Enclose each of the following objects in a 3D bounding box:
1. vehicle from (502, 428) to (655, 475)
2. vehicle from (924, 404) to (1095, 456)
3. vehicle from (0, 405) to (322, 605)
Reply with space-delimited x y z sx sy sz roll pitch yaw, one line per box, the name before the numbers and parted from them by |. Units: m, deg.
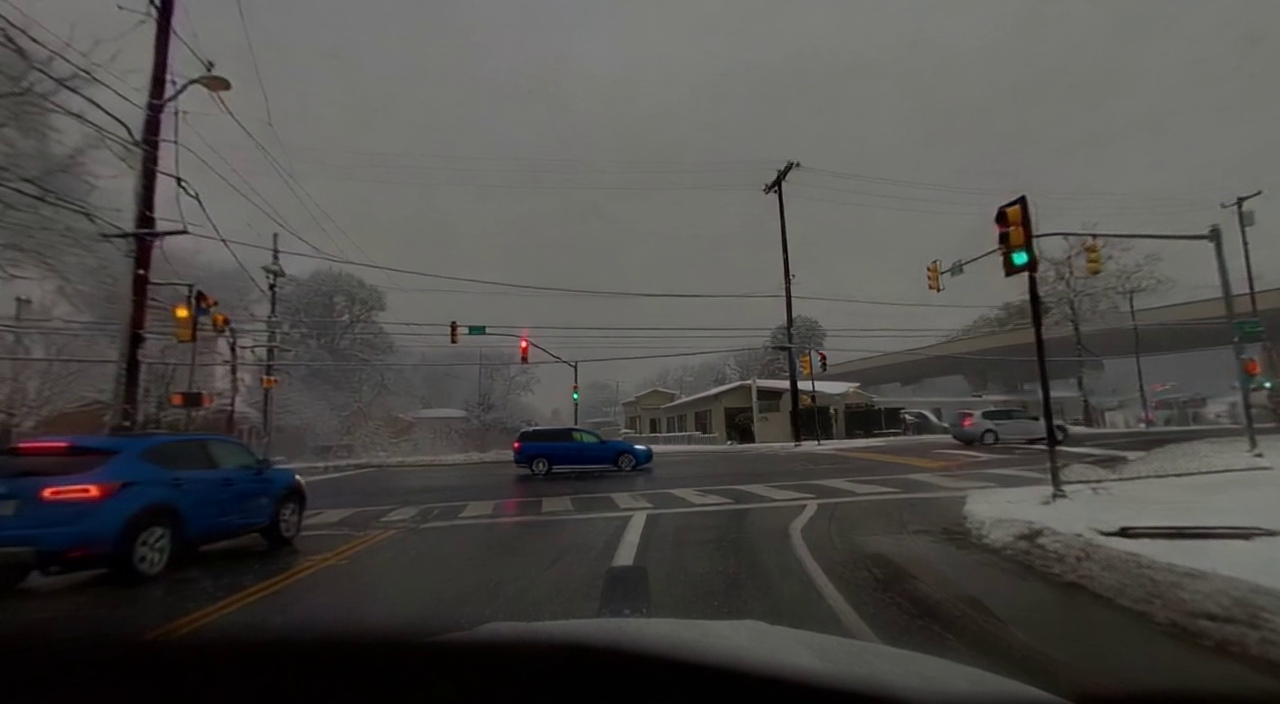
vehicle | -1.979 3.247 20.668 4.757 1.442 1.858 0 -8 -4
vehicle | 12.523 2.691 21.594 4.636 1.668 1.935 0 -9 -3
vehicle | -6.051 1.686 7.871 1.928 1.726 4.704 0 -9 -3
